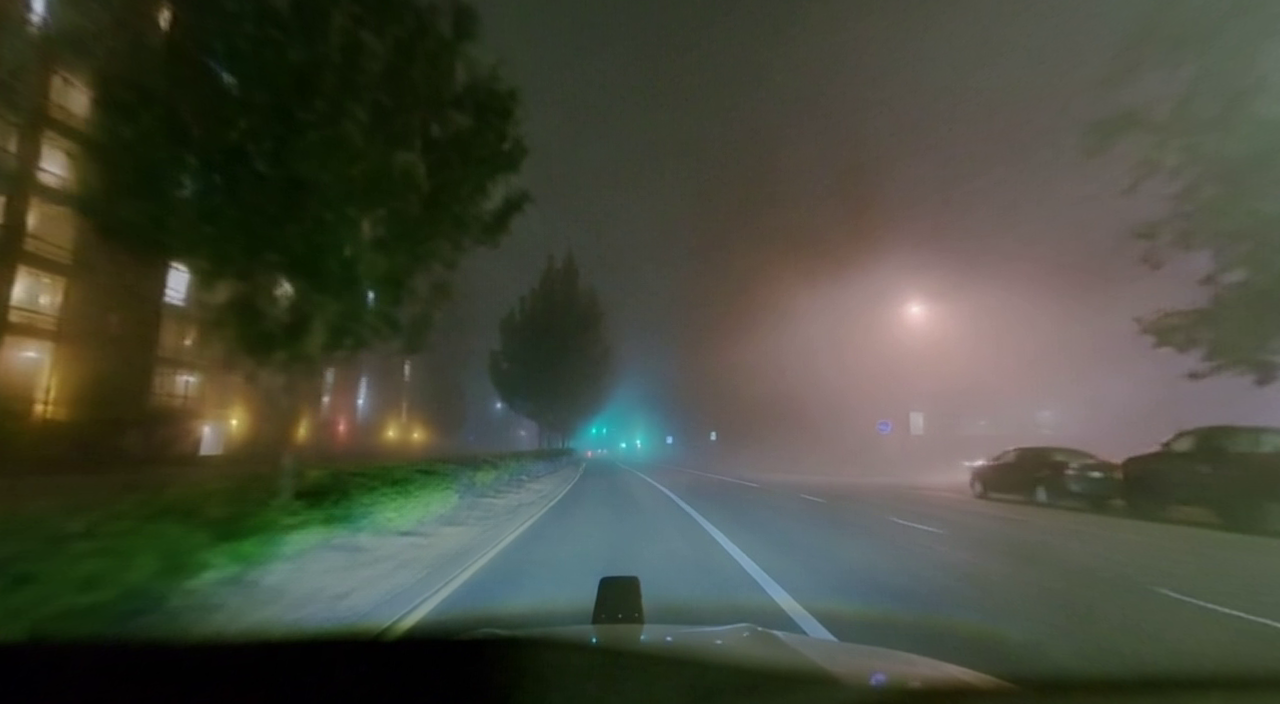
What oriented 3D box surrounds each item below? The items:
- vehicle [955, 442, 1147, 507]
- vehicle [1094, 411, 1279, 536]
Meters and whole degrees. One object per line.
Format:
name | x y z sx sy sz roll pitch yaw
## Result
vehicle | 10.480 3.116 16.644 1.891 1.460 4.514 0 -9 -2
vehicle | 10.585 1.959 10.426 2.211 1.831 5.275 0 -9 0
